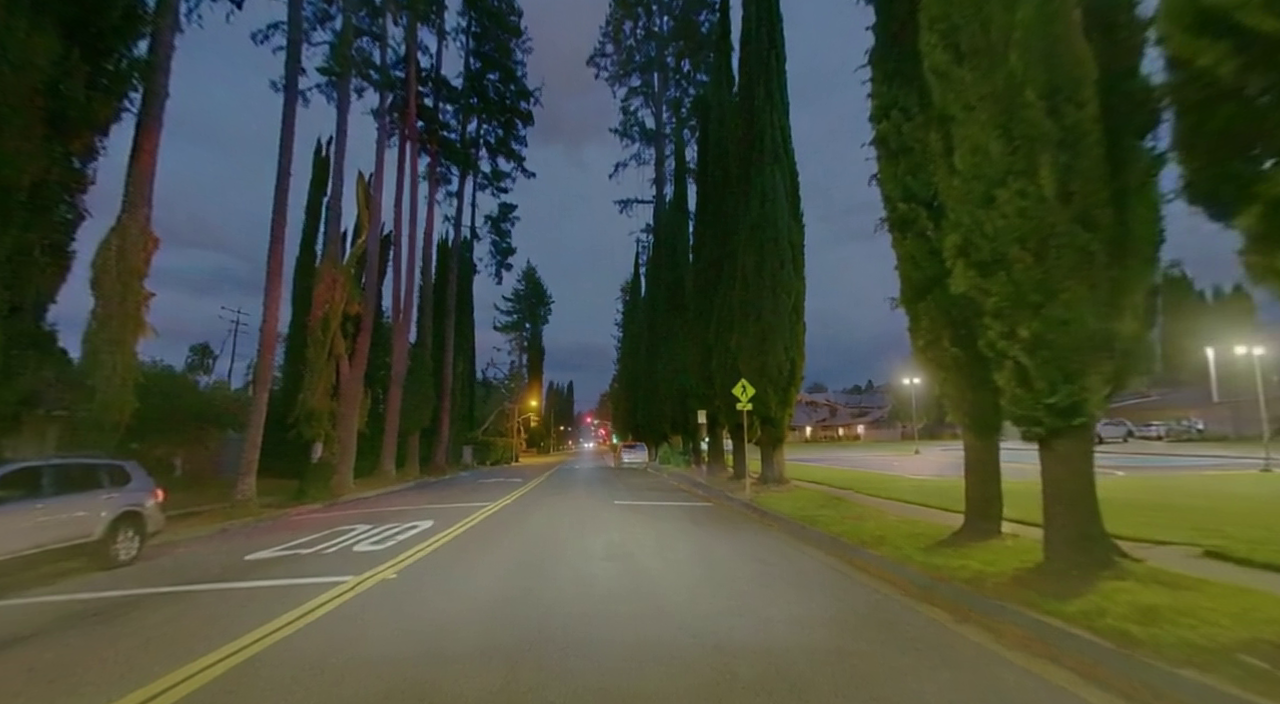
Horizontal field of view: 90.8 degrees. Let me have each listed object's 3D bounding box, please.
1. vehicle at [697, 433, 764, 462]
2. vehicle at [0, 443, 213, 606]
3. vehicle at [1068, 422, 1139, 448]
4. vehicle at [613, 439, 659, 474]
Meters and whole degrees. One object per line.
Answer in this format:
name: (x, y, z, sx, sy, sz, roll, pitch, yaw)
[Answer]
vehicle: (6.363, 6.634, 44.210, 4.390, 1.696, 1.954, 1, -8, -35)
vehicle: (-7.308, 1.832, 7.107, 2.065, 1.555, 4.569, -1, -8, -4)
vehicle: (30.884, 5.554, 42.042, 4.481, 1.634, 1.973, 5, -10, -29)
vehicle: (-0.294, 5.733, 34.865, 2.204, 1.776, 4.262, 1, -9, -5)
